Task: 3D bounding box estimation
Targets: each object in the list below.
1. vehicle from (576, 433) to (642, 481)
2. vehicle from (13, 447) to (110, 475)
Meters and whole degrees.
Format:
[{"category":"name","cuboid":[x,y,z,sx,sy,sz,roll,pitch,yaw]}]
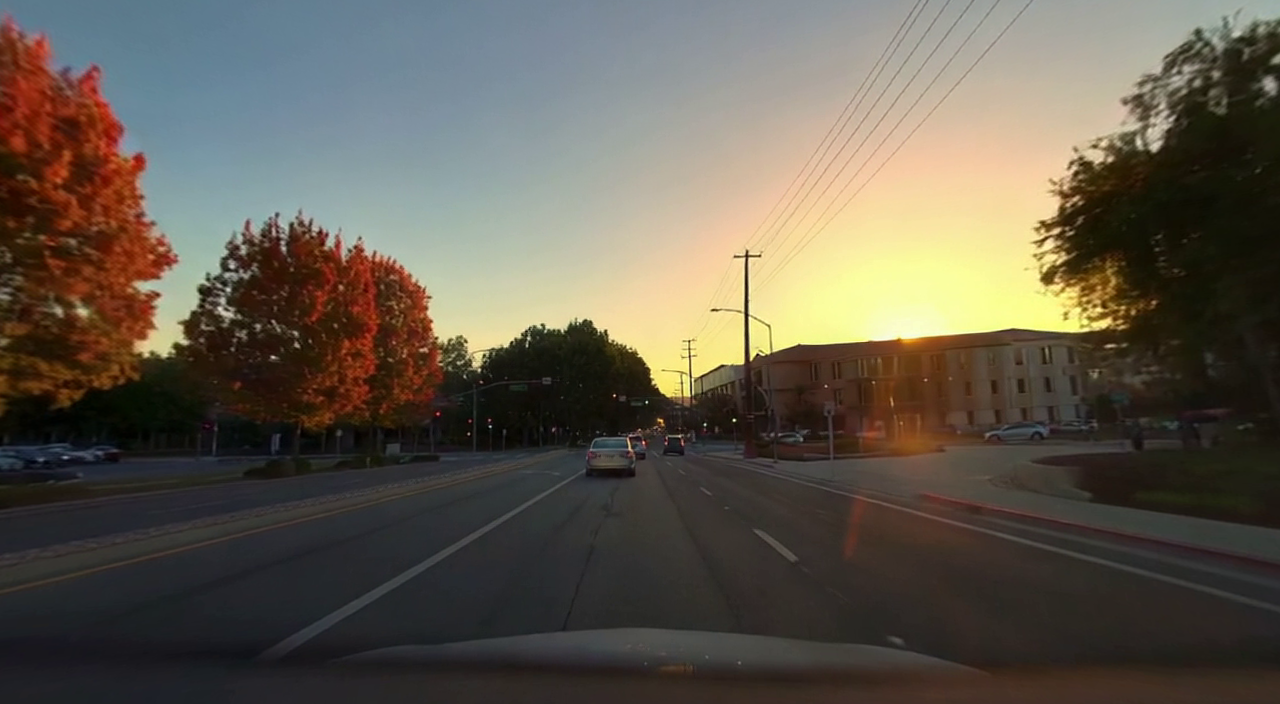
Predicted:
[{"category":"vehicle","cuboid":[-0.989,3.575,21.763,2.075,1.470,3.962,0,-8,-1]},{"category":"vehicle","cuboid":[-38.648,7.254,42.397,2.026,1.701,4.536,-1,-8,4]}]
